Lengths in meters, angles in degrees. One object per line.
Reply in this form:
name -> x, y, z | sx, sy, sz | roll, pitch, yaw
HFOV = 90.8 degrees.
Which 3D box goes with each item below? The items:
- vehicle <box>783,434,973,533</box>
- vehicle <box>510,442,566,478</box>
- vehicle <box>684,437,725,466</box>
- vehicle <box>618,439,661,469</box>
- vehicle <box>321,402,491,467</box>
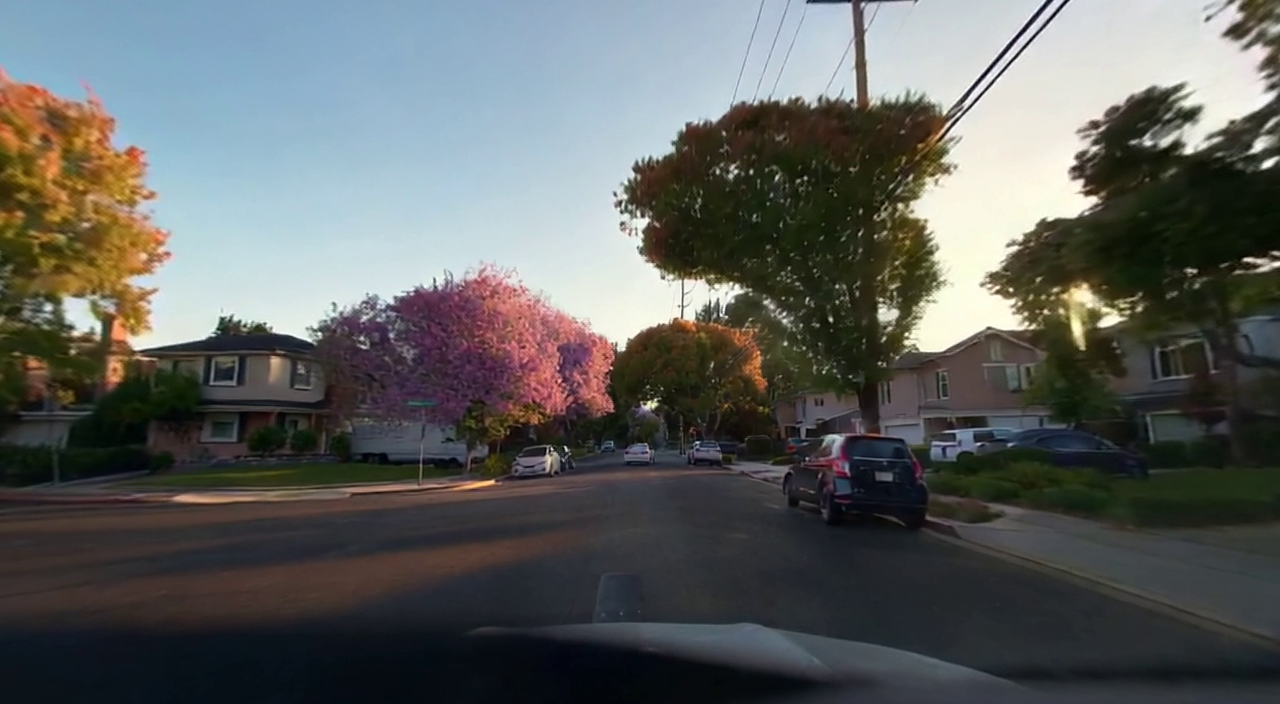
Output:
vehicle -> 4.248, 2.391, 12.184 | 2.058, 1.535, 4.323 | 0, -8, 1
vehicle -> -4.758, 5.097, 30.158 | 1.874, 1.413, 4.442 | 0, -6, 1
vehicle -> 4.013, 6.264, 39.933 | 2.103, 1.679, 4.386 | 0, -8, 0
vehicle -> 0.050, 5.385, 33.510 | 2.075, 1.449, 4.526 | 0, -8, 2
vehicle -> -12.913, 4.656, 35.423 | 8.239, 3.354, 2.902 | 1, -9, 1
